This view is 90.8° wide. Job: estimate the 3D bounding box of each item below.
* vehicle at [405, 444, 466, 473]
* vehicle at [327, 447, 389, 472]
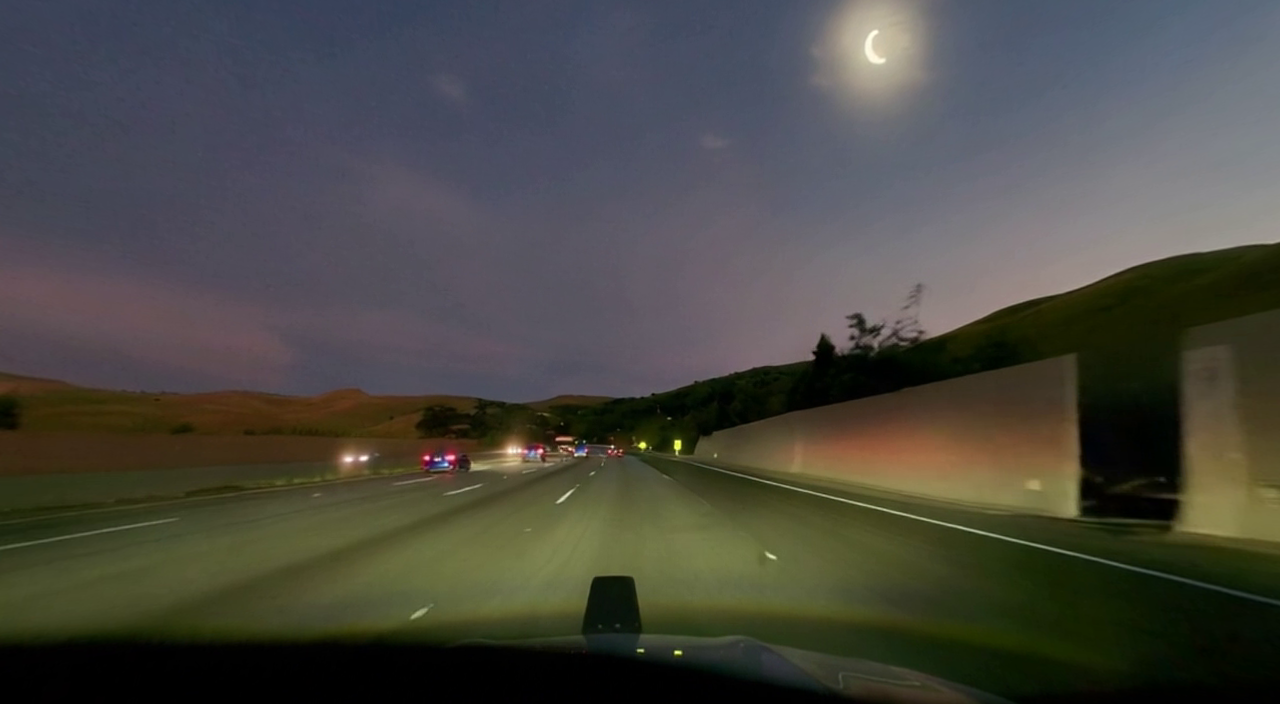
[{"bbox_3d":[-11.259,5.893,35.147,1.949,1.475,4.740,0,-9,-2],"label":"vehicle"},{"bbox_3d":[-17.081,6.515,38.499,1.927,1.396,4.150,0,-9,-1],"label":"vehicle"}]
